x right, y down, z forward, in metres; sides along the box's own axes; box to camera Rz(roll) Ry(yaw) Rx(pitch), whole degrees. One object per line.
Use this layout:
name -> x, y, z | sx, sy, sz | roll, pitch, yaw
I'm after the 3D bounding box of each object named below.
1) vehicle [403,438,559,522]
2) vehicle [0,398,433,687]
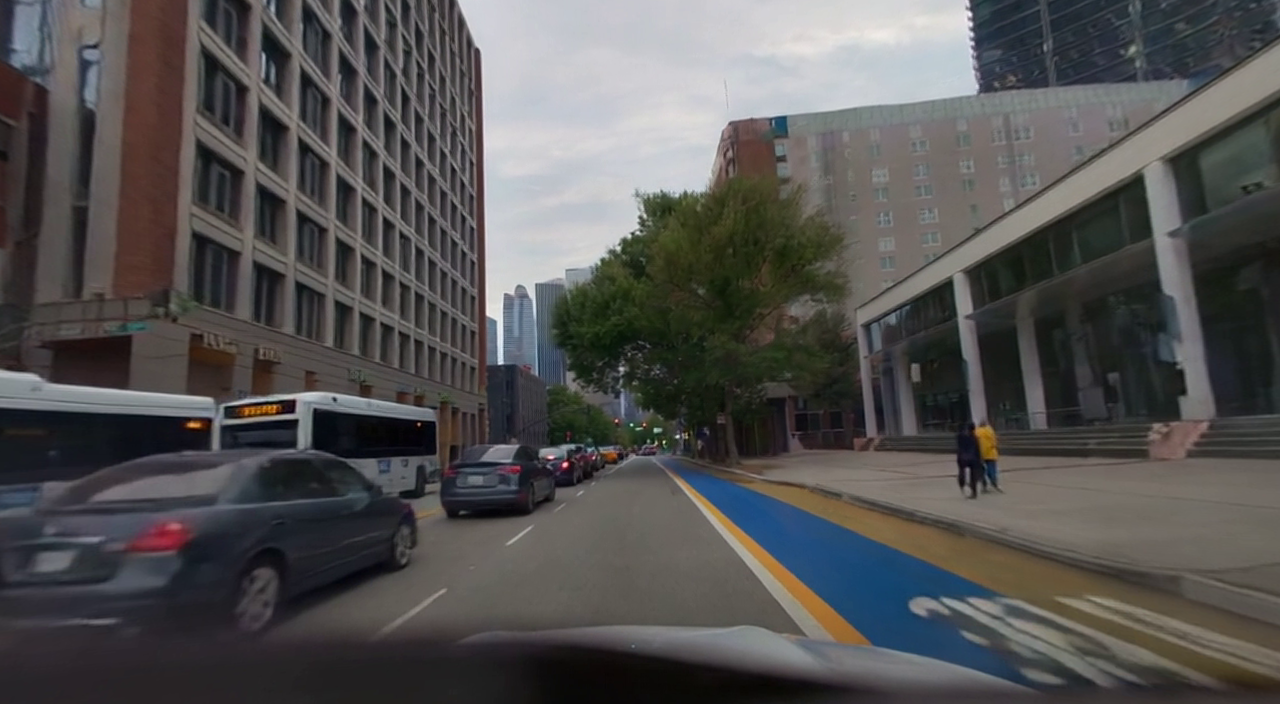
vehicle -> -3.440, 2.884, 14.858 | 2.266, 1.621, 4.783 | -1, -8, 2
vehicle -> -3.836, 1.574, 6.221 | 1.982, 1.710, 4.454 | -4, -9, 1
